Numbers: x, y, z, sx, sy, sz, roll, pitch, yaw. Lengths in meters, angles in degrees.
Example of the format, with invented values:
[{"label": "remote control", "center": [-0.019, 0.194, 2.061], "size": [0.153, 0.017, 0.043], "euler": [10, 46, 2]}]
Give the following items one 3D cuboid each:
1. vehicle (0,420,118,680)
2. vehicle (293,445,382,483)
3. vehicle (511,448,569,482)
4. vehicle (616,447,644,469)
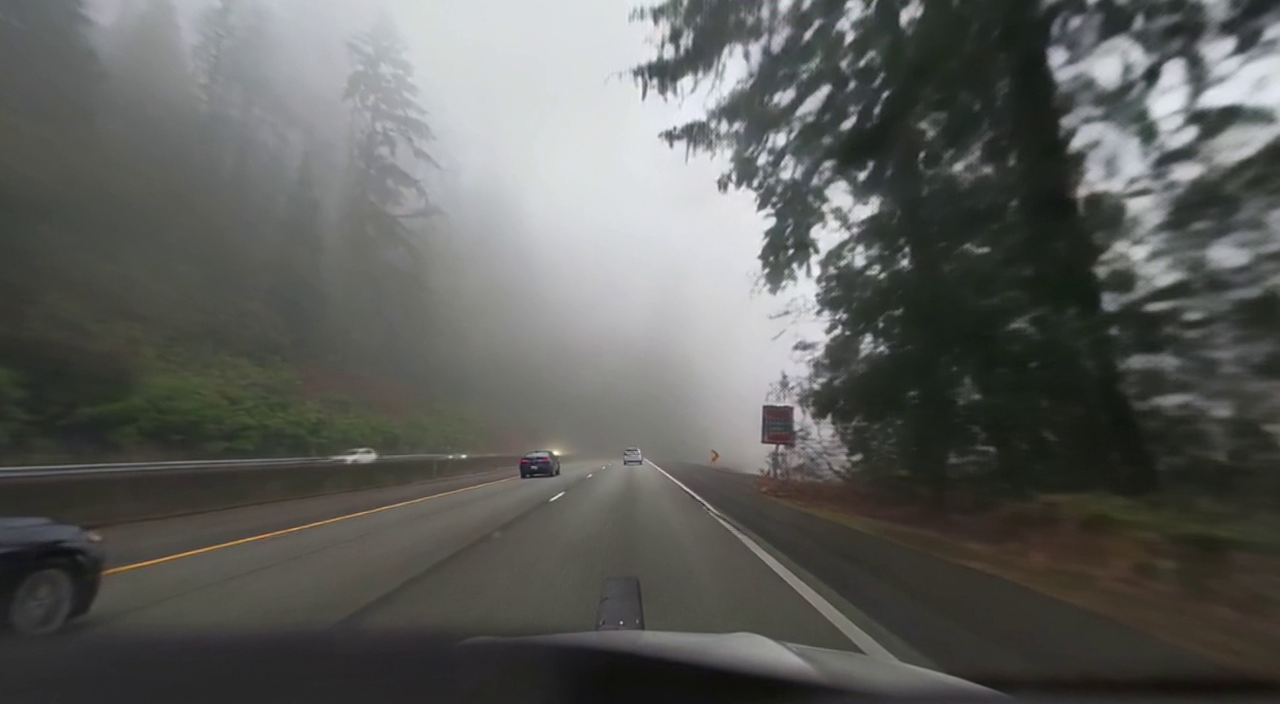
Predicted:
[{"label": "vehicle", "center": [-4.687, 0.955, 2.305], "size": [1.838, 1.508, 4.317], "euler": [0, -9, 0]}, {"label": "vehicle", "center": [-13.071, 4.857, 27.595], "size": [1.741, 1.507, 4.346], "euler": [0, -9, 0]}, {"label": "vehicle", "center": [-4.706, 5.360, 30.260], "size": [2.052, 1.468, 4.390], "euler": [0, -9, 0]}, {"label": "vehicle", "center": [-0.820, 8.215, 48.859], "size": [2.070, 1.603, 4.806], "euler": [0, -9, -2]}]
